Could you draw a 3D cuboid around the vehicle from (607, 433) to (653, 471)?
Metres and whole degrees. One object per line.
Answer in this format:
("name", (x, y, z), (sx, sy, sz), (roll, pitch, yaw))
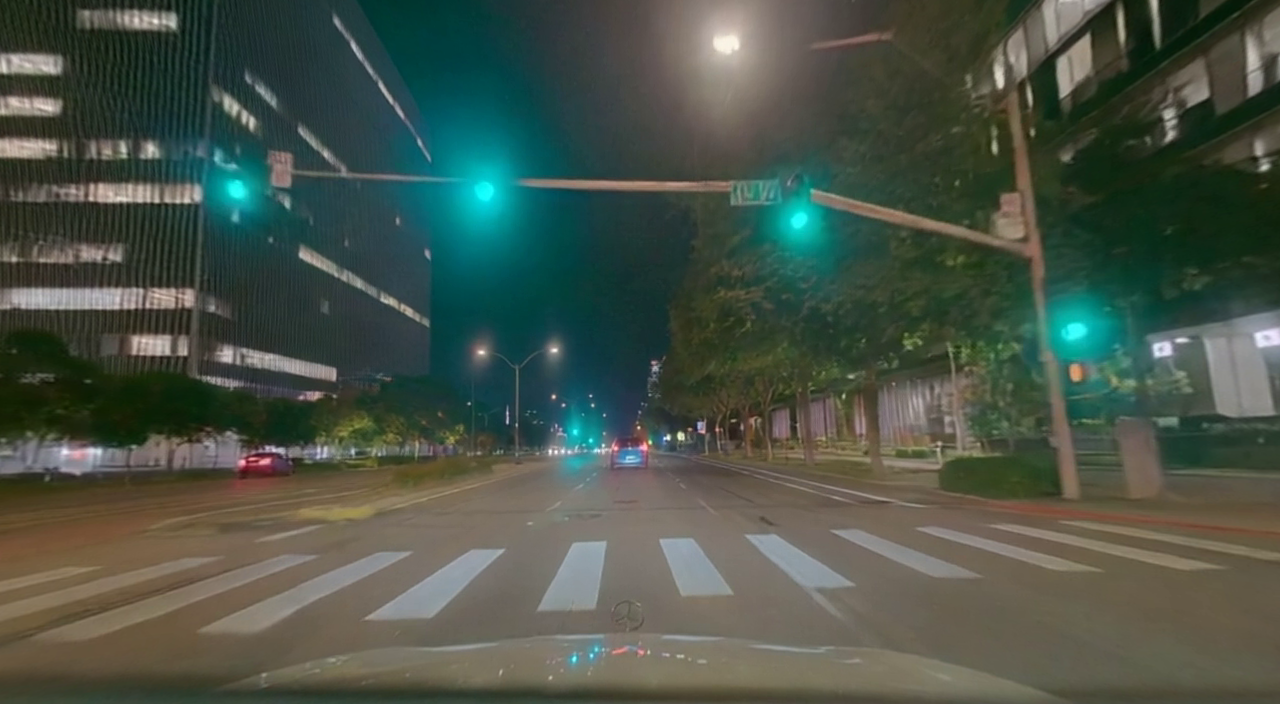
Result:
("vehicle", (-0.523, 5.349, 34.037), (2.313, 1.860, 4.319), (0, -8, -1))

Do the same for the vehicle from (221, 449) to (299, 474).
("vehicle", (-29.663, 8.543, 49.458), (4.813, 1.783, 1.983), (2, -9, -20))
